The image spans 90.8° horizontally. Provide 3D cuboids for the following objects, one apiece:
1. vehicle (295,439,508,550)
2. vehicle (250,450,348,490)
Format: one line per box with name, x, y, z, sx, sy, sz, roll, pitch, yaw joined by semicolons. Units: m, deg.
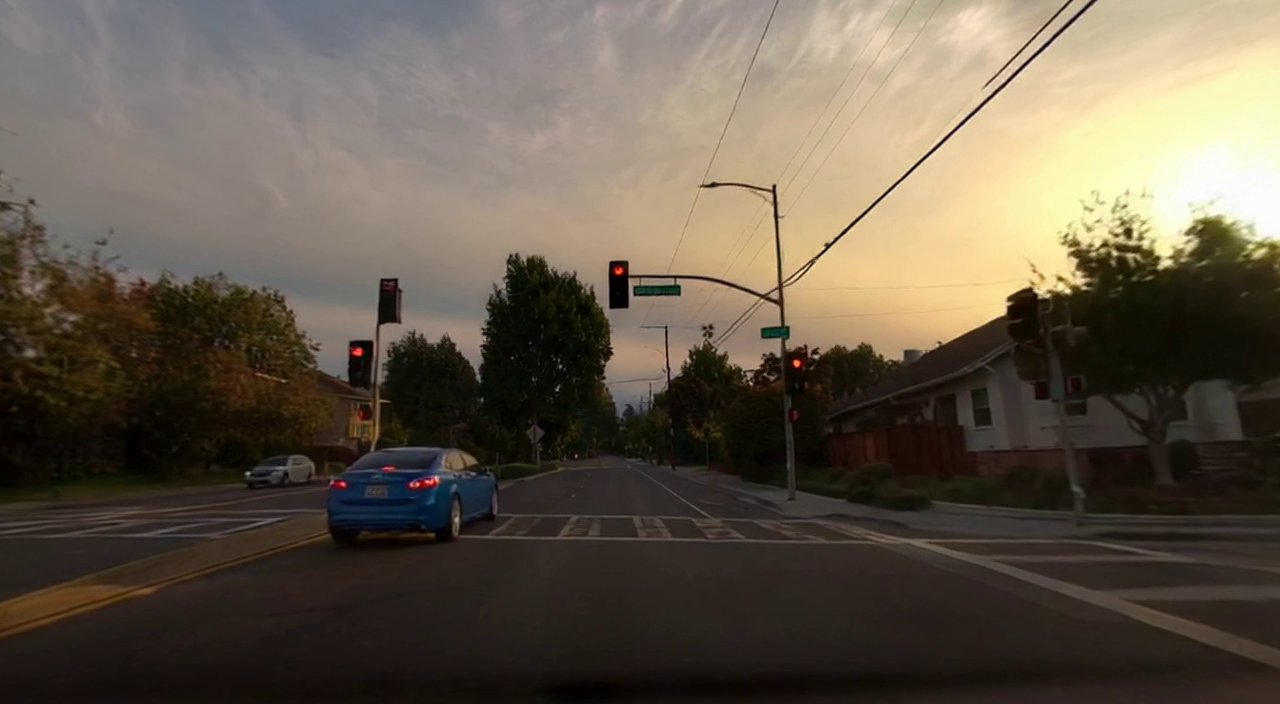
vehicle;-3.795;2.326;11.097;1.980;1.508;4.502;0;-9;0
vehicle;-17.873;6.180;33.520;2.228;1.879;5.638;0;-9;-3
